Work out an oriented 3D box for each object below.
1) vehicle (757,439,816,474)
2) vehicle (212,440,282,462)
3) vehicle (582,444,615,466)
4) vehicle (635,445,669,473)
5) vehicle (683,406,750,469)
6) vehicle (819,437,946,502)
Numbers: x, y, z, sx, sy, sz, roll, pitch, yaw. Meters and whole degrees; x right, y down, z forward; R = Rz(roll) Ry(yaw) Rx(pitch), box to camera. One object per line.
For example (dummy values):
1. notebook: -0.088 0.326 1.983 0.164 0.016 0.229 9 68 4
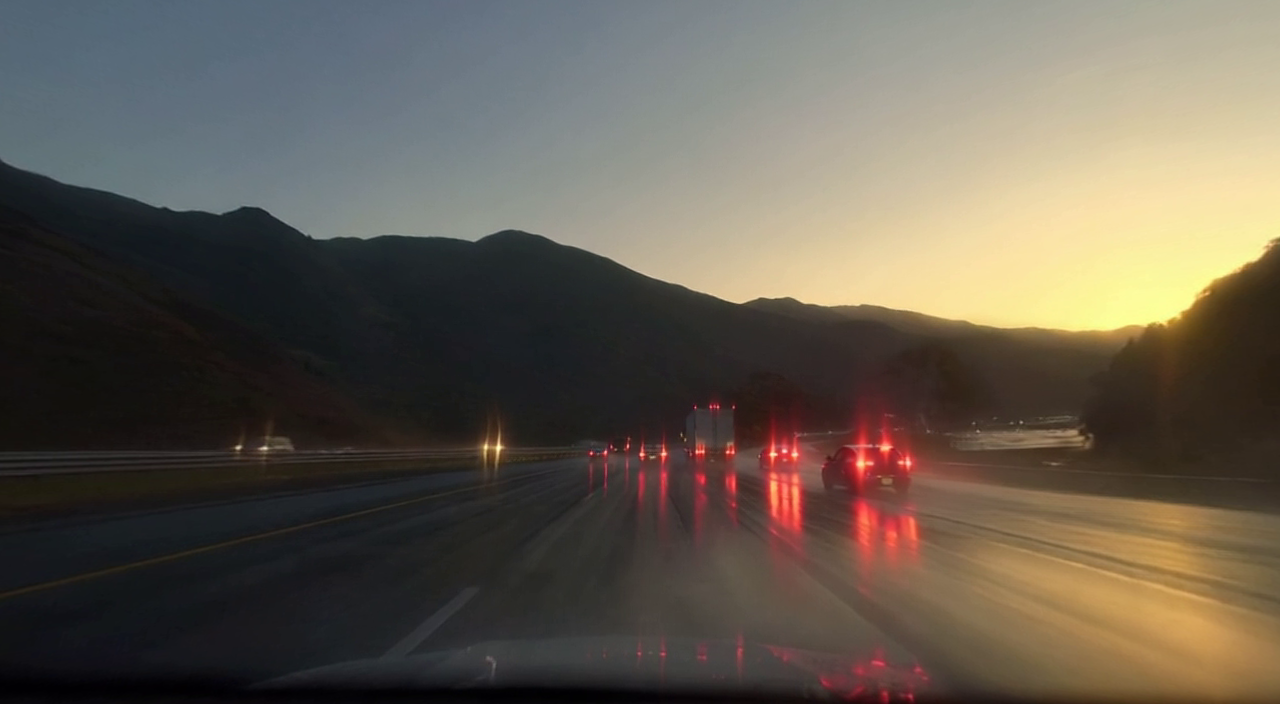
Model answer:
1. vehicle: 8.058 5.791 35.119 2.143 1.775 4.729 0 -9 0
2. vehicle: -30.081 7.601 48.381 1.929 1.595 5.154 0 -9 2
3. vehicle: -3.064 7.696 47.211 2.132 1.506 4.256 0 -9 0
4. vehicle: 0.683 6.067 35.814 1.866 1.492 3.932 0 -9 1
5. vehicle: 4.781 5.744 41.809 3.130 3.607 11.129 0 -9 0
6. vehicle: 7.013 3.419 18.817 2.044 1.676 4.421 0 -9 1
